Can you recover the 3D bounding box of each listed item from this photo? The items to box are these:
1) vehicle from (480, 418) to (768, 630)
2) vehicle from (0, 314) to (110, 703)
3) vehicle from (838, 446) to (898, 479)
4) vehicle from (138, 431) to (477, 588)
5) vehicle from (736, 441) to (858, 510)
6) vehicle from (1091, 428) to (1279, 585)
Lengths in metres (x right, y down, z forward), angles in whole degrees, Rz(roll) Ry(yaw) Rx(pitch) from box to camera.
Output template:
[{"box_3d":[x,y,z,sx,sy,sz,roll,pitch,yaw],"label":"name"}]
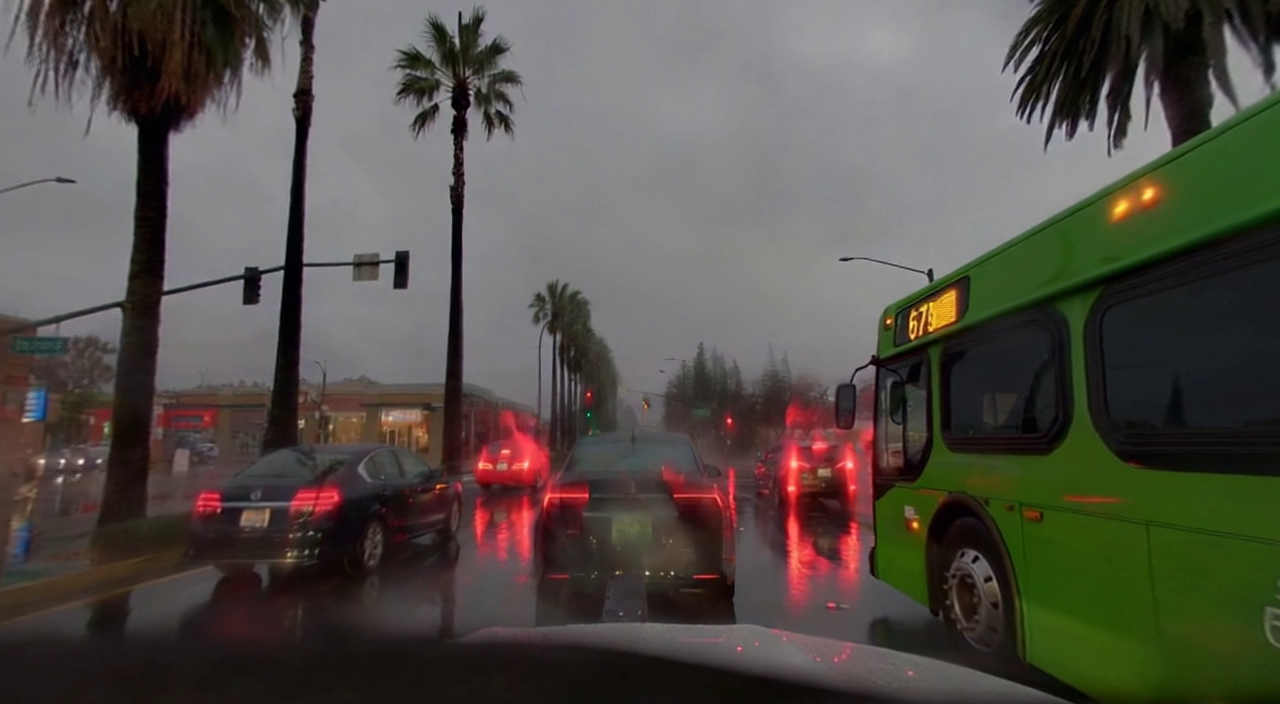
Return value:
[{"box_3d":[-0.120,1.528,6.520,2.060,1.499,3.831,0,-9,0],"label":"vehicle"},{"box_3d":[-3.571,0.467,0.323,2.145,1.824,4.974,0,-9,2],"label":"vehicle"},{"box_3d":[11.938,5.712,32.944,2.089,1.597,4.440,-5,-10,30],"label":"vehicle"},{"box_3d":[-3.610,1.768,7.952,1.919,1.415,4.178,0,-9,1],"label":"vehicle"},{"box_3d":[3.726,2.997,15.859,1.989,1.467,4.364,0,-9,1],"label":"vehicle"},{"box_3d":[7.700,1.678,7.075,2.181,1.607,4.236,0,-9,1],"label":"vehicle"}]
